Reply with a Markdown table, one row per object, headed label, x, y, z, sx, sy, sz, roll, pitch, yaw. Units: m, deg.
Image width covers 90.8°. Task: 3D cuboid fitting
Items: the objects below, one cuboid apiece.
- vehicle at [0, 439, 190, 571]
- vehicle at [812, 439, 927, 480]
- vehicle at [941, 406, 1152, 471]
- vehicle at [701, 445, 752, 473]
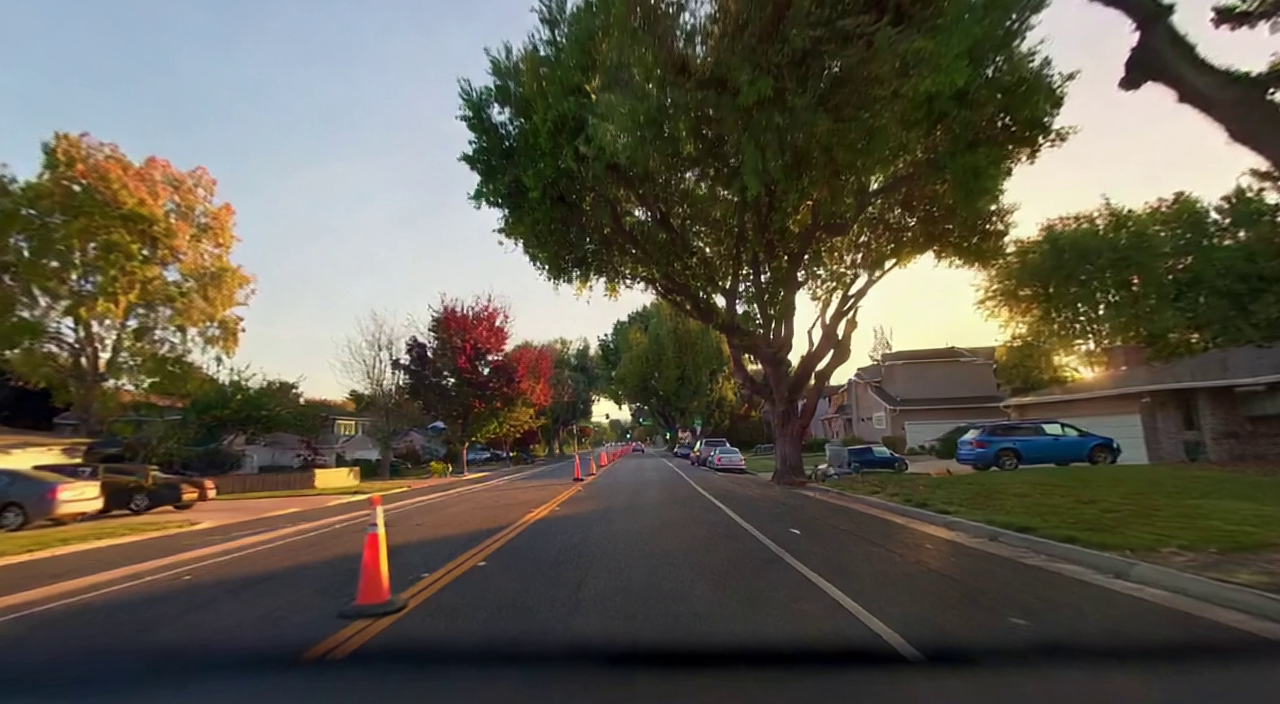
| label | x | y | z | sx | sy | sz | roll | pitch | yaw |
| --- | --- | --- | --- | --- | --- | --- | --- | --- | --- |
| vehicle | -10.686 | 2.609 | 10.895 | 2.663 | 1.926 | 4.303 | -6 | -9 | 2 |
| vehicle | 8.472 | 3.977 | 23.551 | 3.561 | 1.465 | 1.870 | 0 | -8 | -2 |
| vehicle | 14.962 | 3.228 | 23.599 | 6.037 | 2.247 | 2.657 | 0 | -9 | -2 |
| vehicle | 4.306 | 5.404 | 32.194 | 1.928 | 1.333 | 4.586 | 0 | -9 | 0 |
